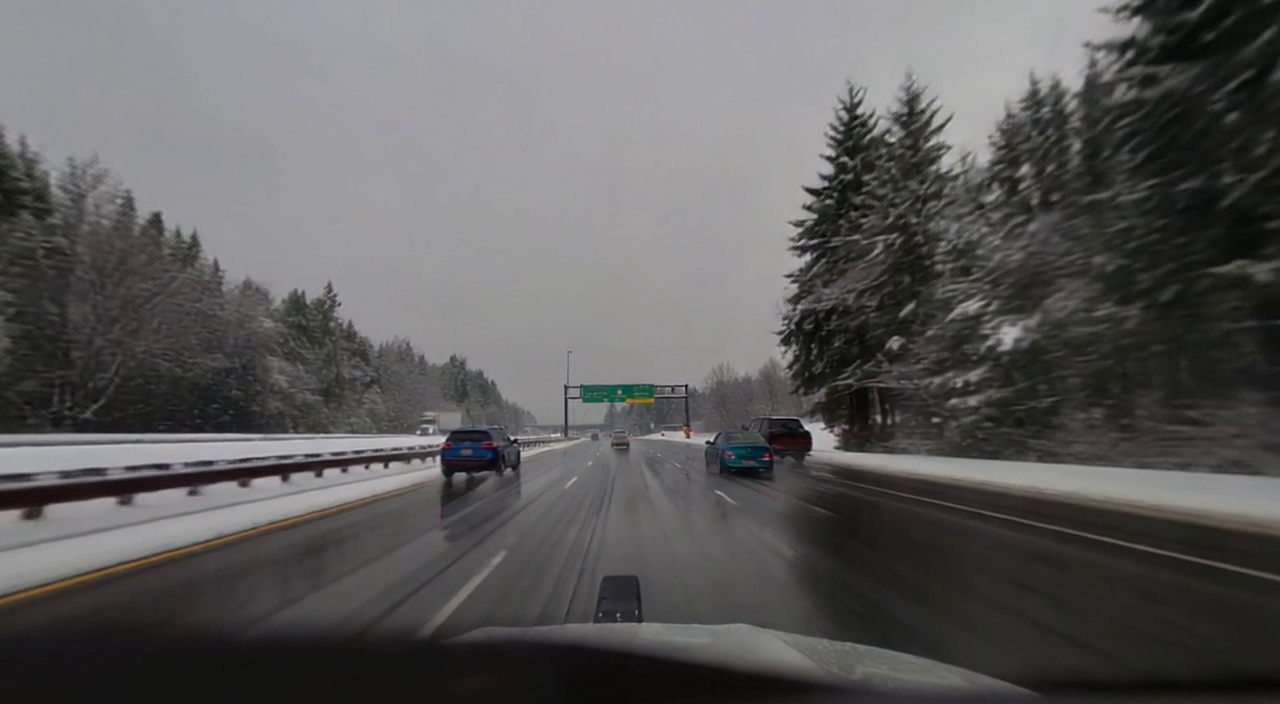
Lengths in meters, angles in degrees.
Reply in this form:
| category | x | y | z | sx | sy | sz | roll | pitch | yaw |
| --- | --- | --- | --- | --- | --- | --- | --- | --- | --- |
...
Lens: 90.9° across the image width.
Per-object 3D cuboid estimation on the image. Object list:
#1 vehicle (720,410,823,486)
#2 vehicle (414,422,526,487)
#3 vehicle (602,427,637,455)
| category | x | y | z | sx | sy | sz | roll | pitch | yaw |
| --- | --- | --- | --- | --- | --- | --- | --- | --- | --- |
| vehicle | 3.550 | 2.627 | 17.651 | 1.976 | 1.905 | 3.263 | 0 | -7 | -3 |
| vehicle | -4.582 | 2.808 | 17.716 | 2.100 | 1.590 | 4.077 | 0 | -7 | -1 |
| vehicle | -1.323 | 5.699 | 40.504 | 2.159 | 1.690 | 3.720 | 0 | -7 | -3 |
